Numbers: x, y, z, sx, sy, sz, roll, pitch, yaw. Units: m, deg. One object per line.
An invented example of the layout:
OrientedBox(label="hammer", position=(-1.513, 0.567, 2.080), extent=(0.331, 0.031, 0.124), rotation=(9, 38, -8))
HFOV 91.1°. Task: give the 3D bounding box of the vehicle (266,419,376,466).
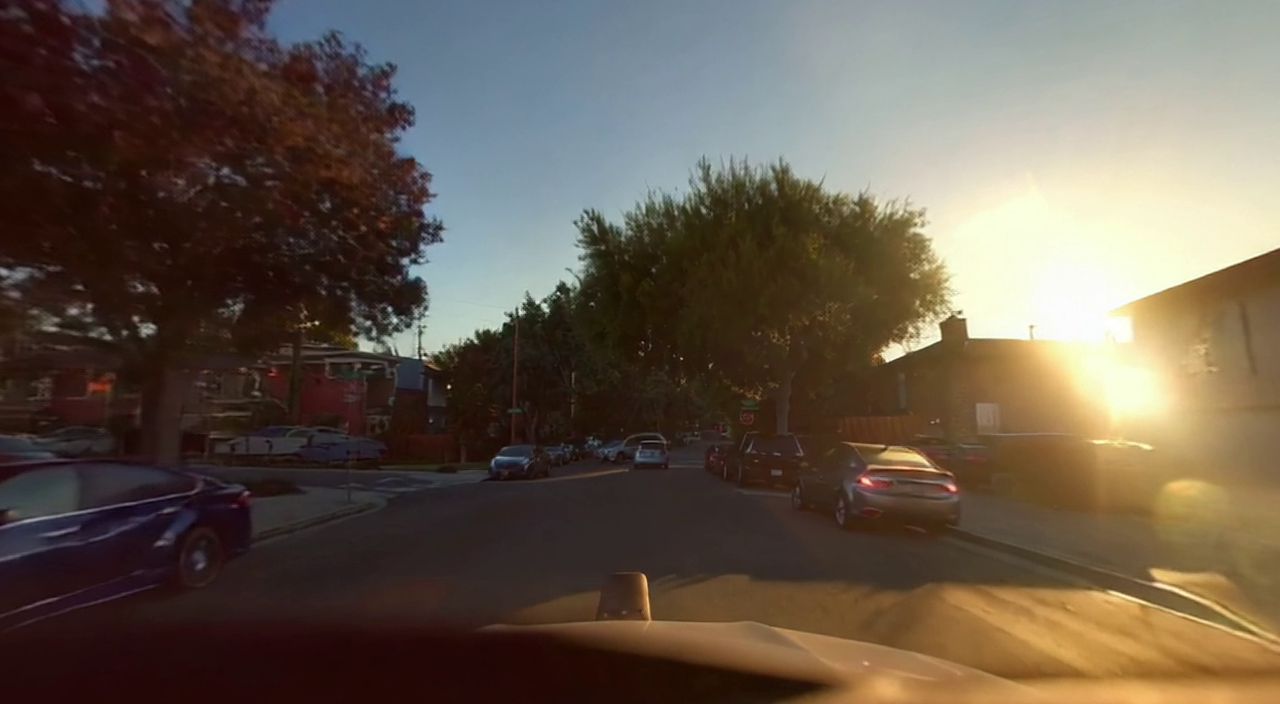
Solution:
OrientedBox(label="vehicle", position=(-15.359, 4.443, 30.719), extent=(2.320, 2.030, 5.730), rotation=(0, -9, 0))

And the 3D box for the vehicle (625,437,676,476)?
OrientedBox(label="vehicle", position=(0.420, 4.447, 26.894), extent=(2.010, 1.499, 4.107), rotation=(0, -9, 0))

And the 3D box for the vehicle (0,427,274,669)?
OrientedBox(label="vehicle", position=(-4.931, 1.295, 4.385), extent=(1.909, 1.492, 4.615), rotation=(0, -9, 1))

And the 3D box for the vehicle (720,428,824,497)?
OrientedBox(label="vehicle", position=(3.822, 3.261, 19.035), extent=(2.144, 1.751, 4.472), rotation=(2, -8, 0))

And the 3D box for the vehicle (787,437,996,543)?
OrientedBox(label="vehicle", position=(4.092, 2.295, 11.140), extent=(1.876, 1.477, 4.324), rotation=(0, -9, 0))

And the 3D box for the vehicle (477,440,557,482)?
OrientedBox(label="vehicle", position=(-4.648, 4.201, 24.453), extent=(1.999, 1.441, 4.628), rotation=(-1, -9, 3))

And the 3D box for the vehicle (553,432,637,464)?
OrientedBox(label="vehicle", position=(-3.178, 6.553, 42.838), extent=(2.337, 2.039, 6.413), rotation=(7, -11, -40))
